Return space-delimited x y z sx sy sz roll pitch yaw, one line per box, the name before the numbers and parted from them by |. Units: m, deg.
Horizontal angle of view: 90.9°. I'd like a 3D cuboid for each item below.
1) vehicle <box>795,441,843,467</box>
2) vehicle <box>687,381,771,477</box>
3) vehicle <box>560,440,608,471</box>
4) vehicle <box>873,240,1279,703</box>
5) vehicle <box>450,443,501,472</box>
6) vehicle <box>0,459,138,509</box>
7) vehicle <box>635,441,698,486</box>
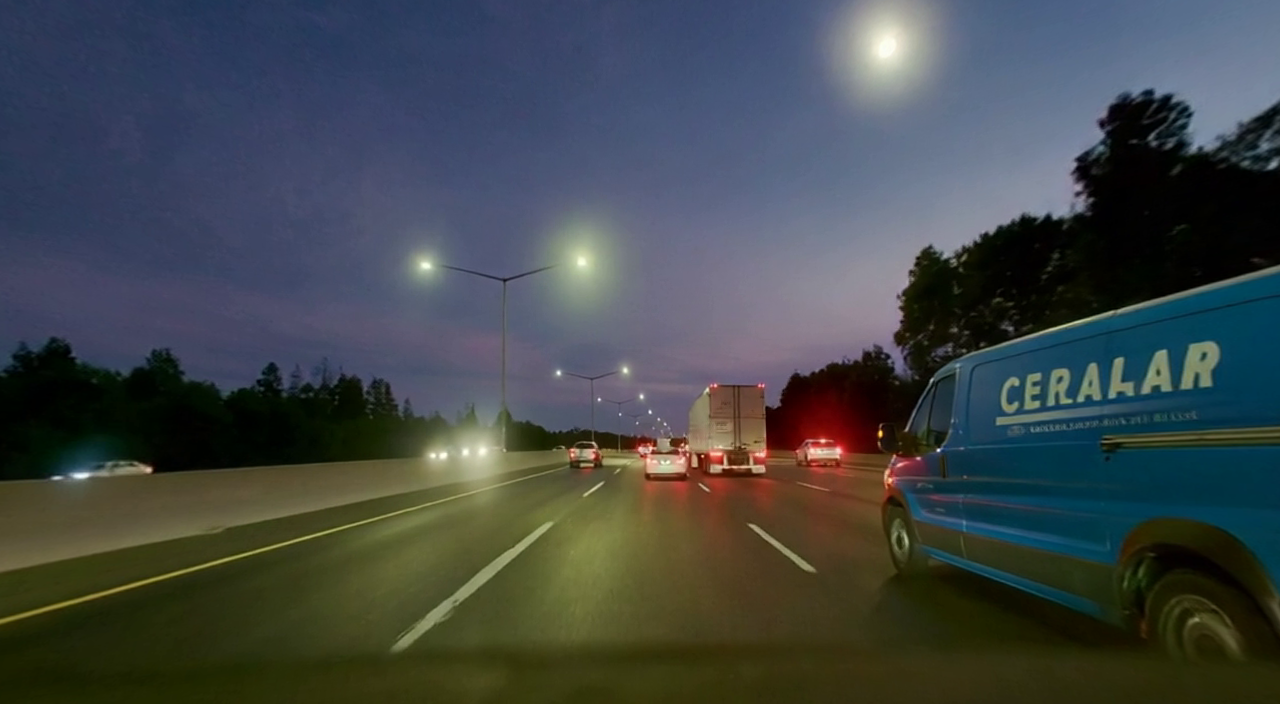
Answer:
vehicle | 11.143 6.340 39.474 1.870 1.525 3.680 0 -9 0
vehicle | 4.299 4.251 33.514 2.821 4.077 12.562 0 -9 1
vehicle | -3.089 5.830 35.675 2.182 1.601 4.364 -1 -9 1
vehicle | 3.569 0.773 3.402 2.441 2.017 5.739 0 -9 0
vehicle | -11.848 7.633 45.880 2.166 1.890 5.403 0 -9 1
vehicle | -23.157 5.249 25.452 1.949 1.724 4.574 0 -9 0
vehicle | 0.873 4.002 22.941 2.063 1.469 4.208 0 -9 0
